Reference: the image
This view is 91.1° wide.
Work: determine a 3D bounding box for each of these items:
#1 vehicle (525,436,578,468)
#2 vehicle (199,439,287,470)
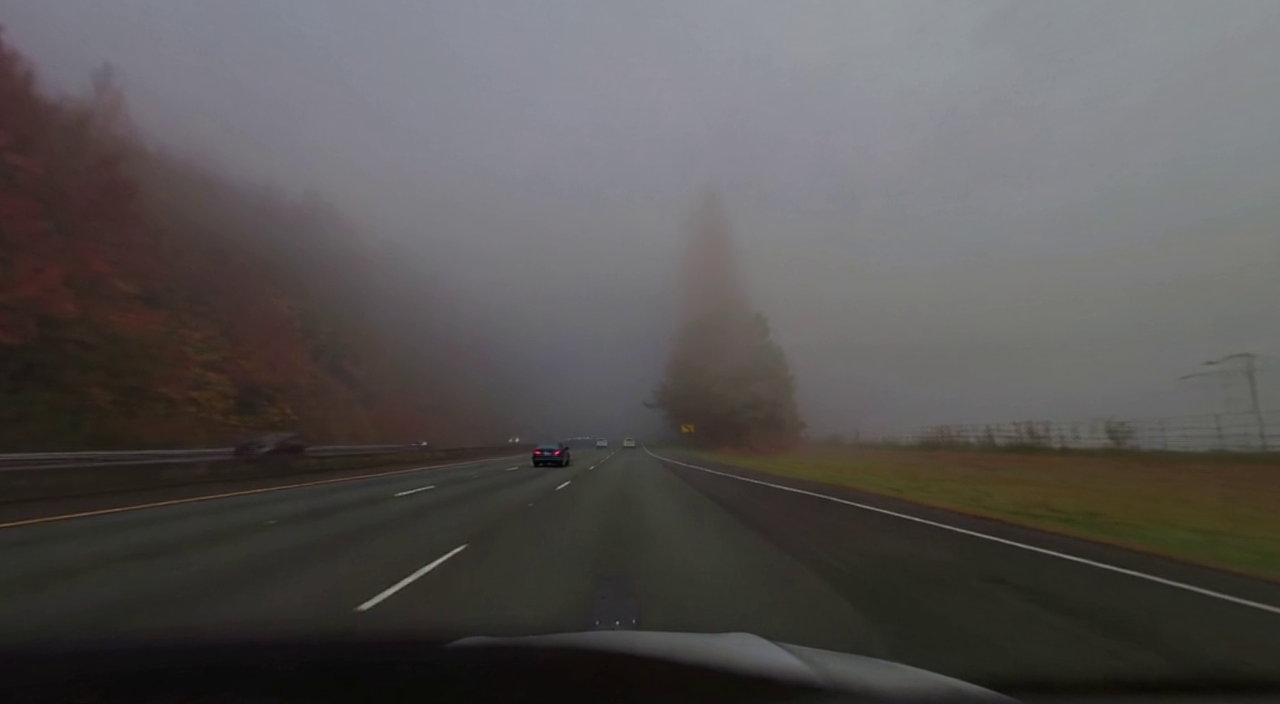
[{"bbox_3d":[-4.403,5.052,31.980,2.004,1.497,4.260,0,-8,1],"label":"vehicle"},{"bbox_3d":[-21.074,5.411,33.607,1.840,1.499,4.295,0,-8,1],"label":"vehicle"}]
